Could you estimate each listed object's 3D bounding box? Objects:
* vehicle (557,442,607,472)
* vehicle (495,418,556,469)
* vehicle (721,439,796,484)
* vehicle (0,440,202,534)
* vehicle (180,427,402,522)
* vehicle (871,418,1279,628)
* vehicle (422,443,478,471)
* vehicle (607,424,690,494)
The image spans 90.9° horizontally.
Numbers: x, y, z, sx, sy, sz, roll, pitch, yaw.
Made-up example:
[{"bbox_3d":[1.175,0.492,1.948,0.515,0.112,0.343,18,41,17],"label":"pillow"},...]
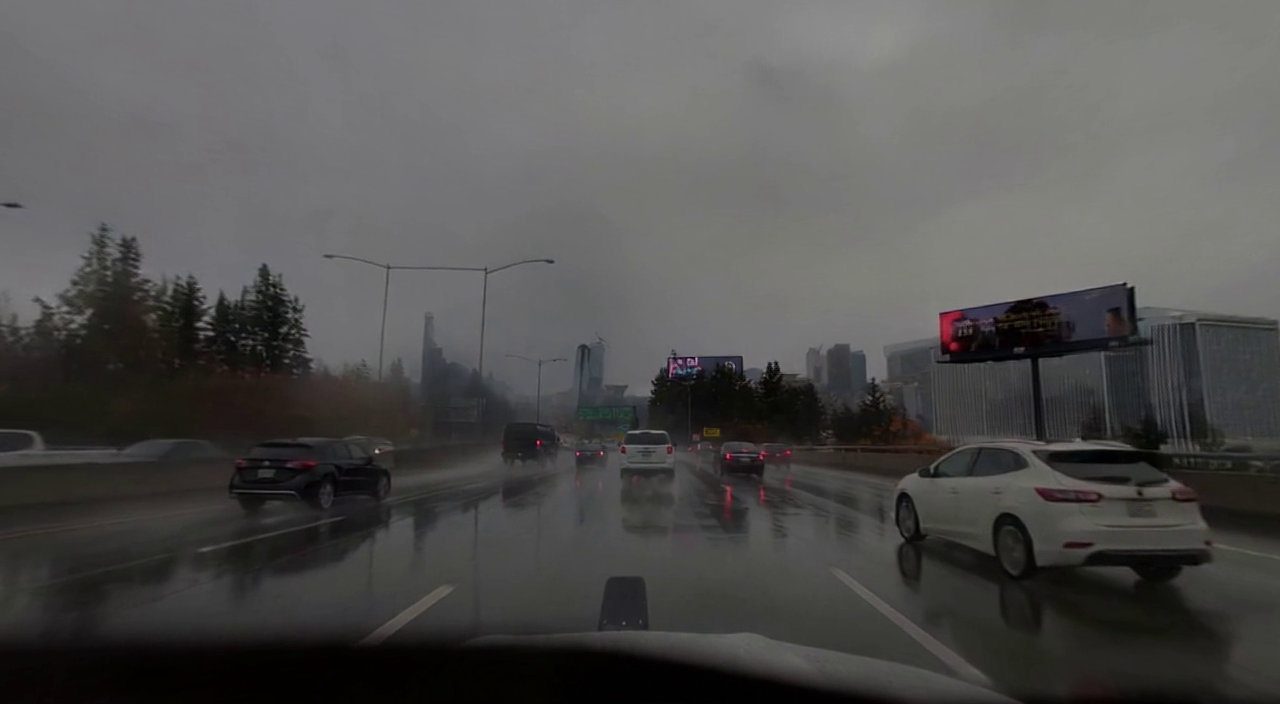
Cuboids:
[{"bbox_3d":[-2.992,5.524,33.429,2.079,1.499,4.512,0,-8,2],"label":"vehicle"},{"bbox_3d":[-6.889,5.645,38.921,2.358,2.817,7.055,0,-8,0],"label":"vehicle"},{"bbox_3d":[4.309,4.047,23.686,1.942,1.487,4.518,0,-8,0],"label":"vehicle"},{"bbox_3d":[-10.823,2.380,11.747,1.970,1.441,4.555,0,-8,1],"label":"vehicle"},{"bbox_3d":[-6.956,2.466,13.295,2.021,1.632,4.417,0,-8,2],"label":"vehicle"},{"bbox_3d":[4.313,1.553,6.814,1.915,1.482,4.537,0,-8,0],"label":"vehicle"},{"bbox_3d":[-10.725,5.946,35.842,1.923,1.480,3.905,0,-8,1],"label":"vehicle"},{"bbox_3d":[0.260,3.188,19.128,2.209,1.863,4.626,0,-8,1],"label":"vehicle"}]
